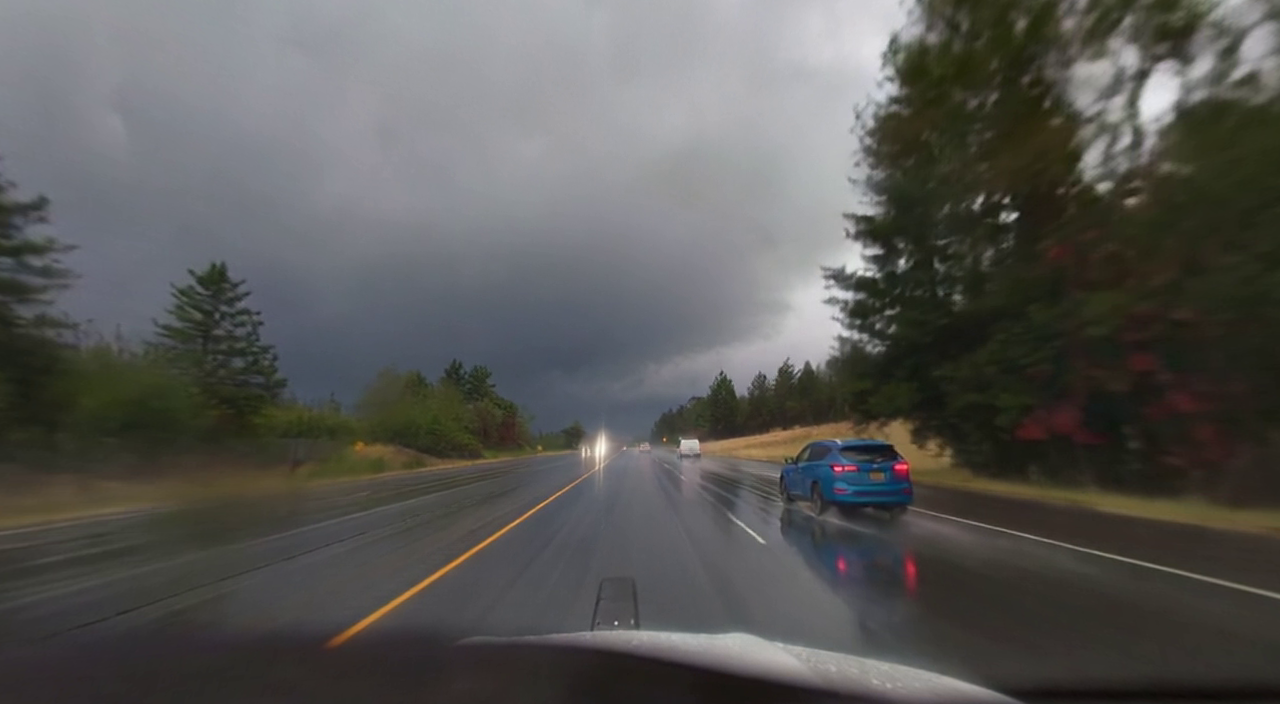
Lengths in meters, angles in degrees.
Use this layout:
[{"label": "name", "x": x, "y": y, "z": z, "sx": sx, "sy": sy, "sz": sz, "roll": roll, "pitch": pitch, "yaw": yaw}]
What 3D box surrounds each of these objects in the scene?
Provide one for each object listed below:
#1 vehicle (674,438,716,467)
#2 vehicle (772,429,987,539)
[{"label": "vehicle", "x": 3.334, "y": 6.165, "z": 38.722, "sx": 2.043, "sy": 1.673, "sz": 4.016, "roll": 0, "pitch": -8, "yaw": -2}, {"label": "vehicle", "x": 3.828, "y": 2.162, "z": 11.026, "sx": 1.999, "sy": 1.501, "sz": 4.221, "roll": 0, "pitch": -8, "yaw": -2}]
